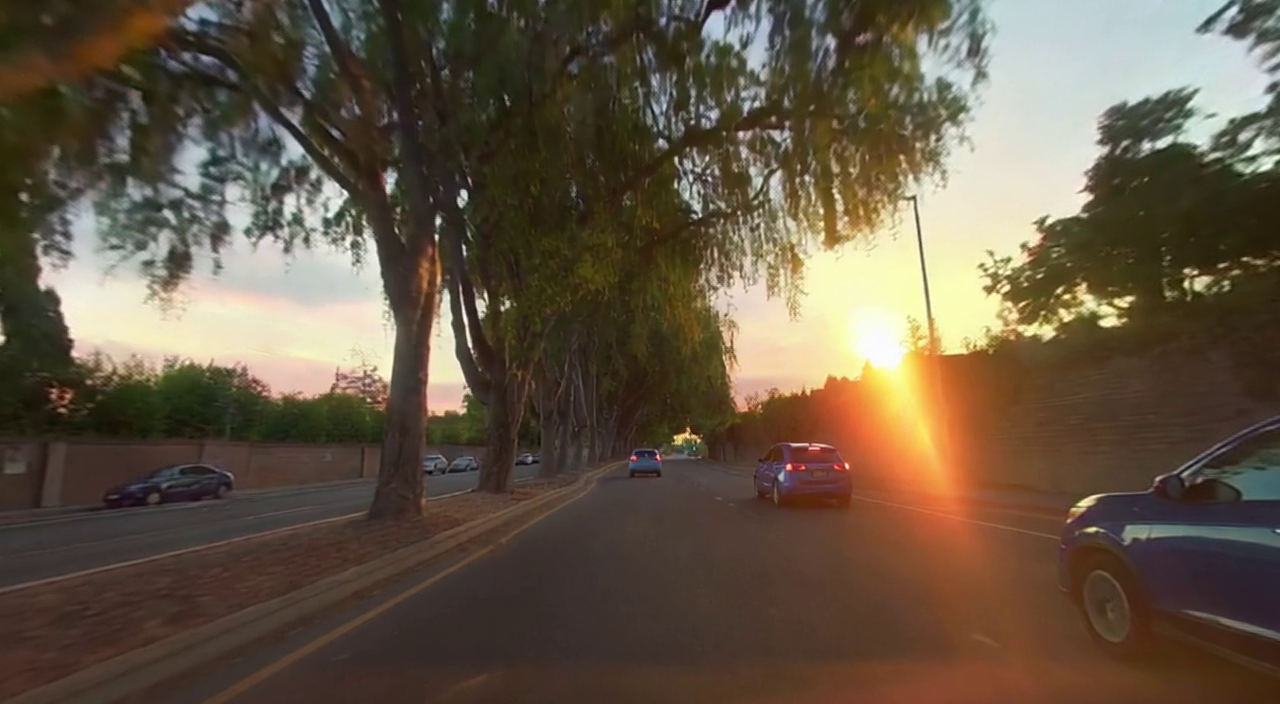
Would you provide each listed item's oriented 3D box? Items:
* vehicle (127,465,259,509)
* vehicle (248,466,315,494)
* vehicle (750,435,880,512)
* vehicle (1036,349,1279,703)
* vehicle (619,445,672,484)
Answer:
[{"bbox_3d":[-17.724,5.343,25.373,1.901,1.467,4.589,0,-8,0],"label":"vehicle"},{"bbox_3d":[-21.268,7.594,37.696,1.752,1.464,3.975,0,-9,-2],"label":"vehicle"},{"bbox_3d":[4.492,3.177,17.054,2.155,1.752,4.456,0,-9,-1],"label":"vehicle"},{"bbox_3d":[4.073,0.736,1.918,2.470,1.751,5.015,0,-8,0],"label":"vehicle"},{"bbox_3d":[0.272,5.364,30.510,2.391,1.739,3.837,0,-8,1],"label":"vehicle"}]
